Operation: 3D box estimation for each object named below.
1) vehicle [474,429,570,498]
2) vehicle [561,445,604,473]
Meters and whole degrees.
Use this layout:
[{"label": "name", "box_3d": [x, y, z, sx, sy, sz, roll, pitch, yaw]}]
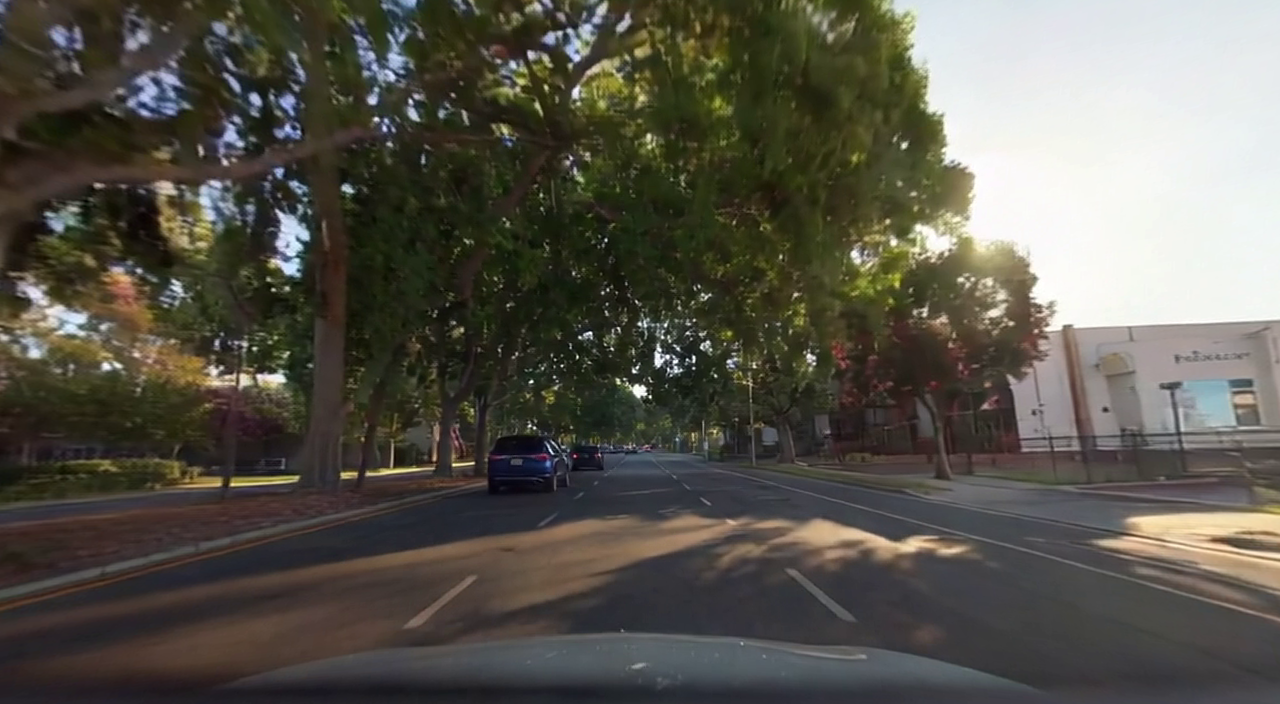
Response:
[{"label": "vehicle", "box_3d": [-3.369, 3.297, 19.014, 2.042, 1.817, 4.364, 0, -9, 0]}, {"label": "vehicle", "box_3d": [-3.158, 5.998, 35.597, 2.069, 1.470, 4.601, 0, -9, 0]}]
